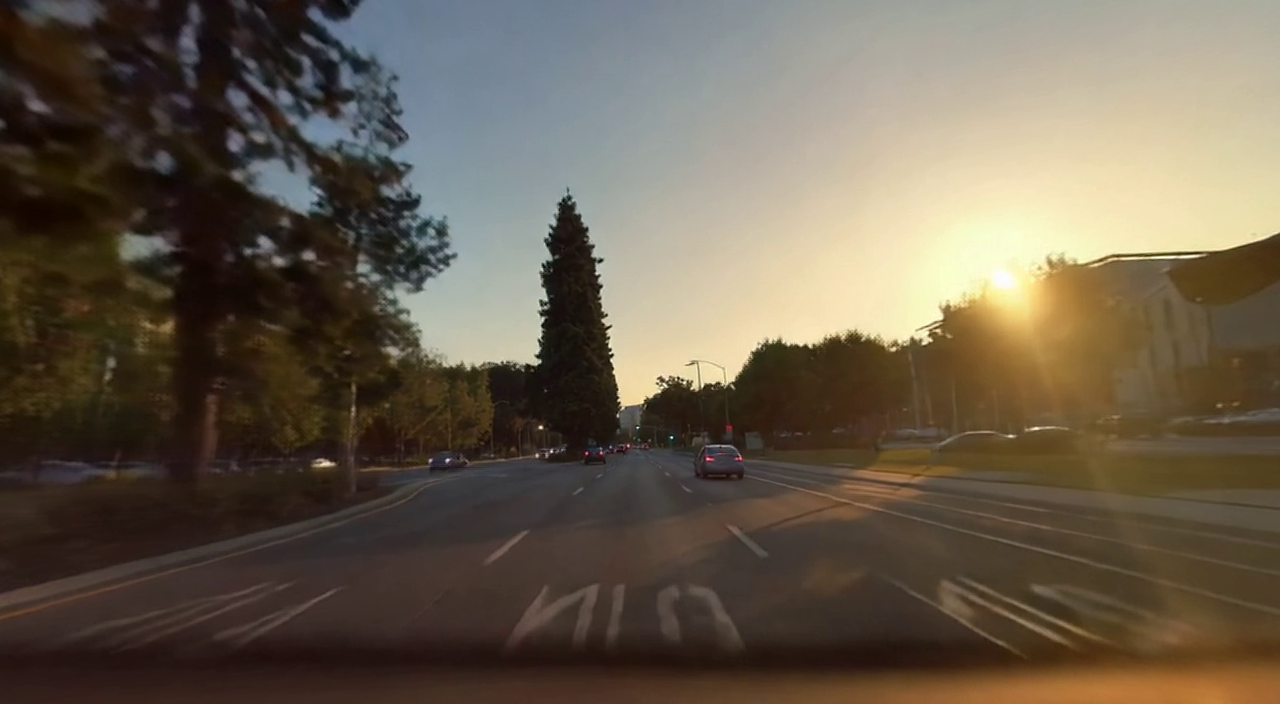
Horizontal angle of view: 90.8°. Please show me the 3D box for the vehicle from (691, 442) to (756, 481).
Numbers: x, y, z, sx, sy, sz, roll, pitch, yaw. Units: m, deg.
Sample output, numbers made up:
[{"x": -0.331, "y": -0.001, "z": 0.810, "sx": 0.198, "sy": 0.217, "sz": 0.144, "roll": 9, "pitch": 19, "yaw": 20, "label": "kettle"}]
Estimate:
[{"x": 3.325, "y": 4.447, "z": 26.056, "sx": 1.966, "sy": 1.449, "sz": 4.290, "roll": 0, "pitch": -8, "yaw": -2, "label": "vehicle"}]

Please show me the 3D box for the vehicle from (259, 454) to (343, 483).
[{"x": -23.245, "y": 7.972, "z": 43.458, "sx": 2.025, "sy": 1.792, "sz": 4.643, "roll": -5, "pitch": -10, "yaw": 29, "label": "vehicle"}]
